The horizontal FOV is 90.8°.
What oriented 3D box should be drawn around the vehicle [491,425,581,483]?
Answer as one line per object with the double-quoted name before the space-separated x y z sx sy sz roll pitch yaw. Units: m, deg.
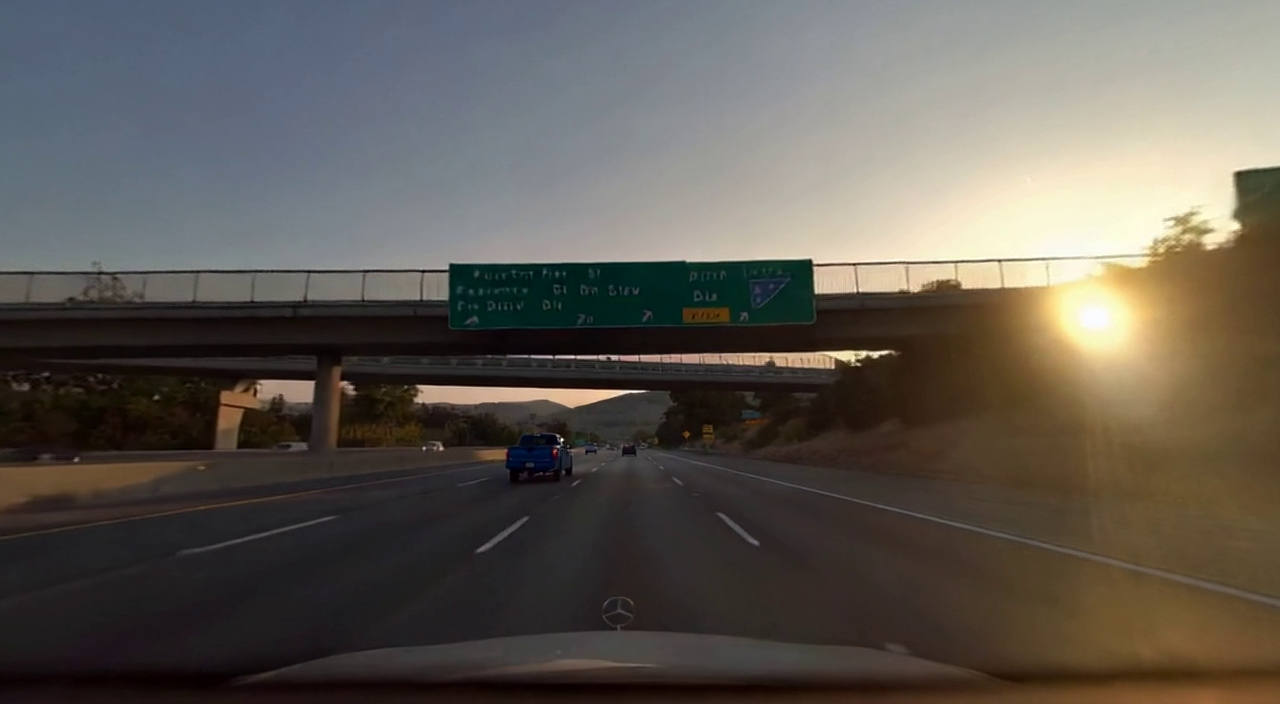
"vehicle" -3.960 4.053 25.396 2.529 2.003 5.904 0 -8 1
